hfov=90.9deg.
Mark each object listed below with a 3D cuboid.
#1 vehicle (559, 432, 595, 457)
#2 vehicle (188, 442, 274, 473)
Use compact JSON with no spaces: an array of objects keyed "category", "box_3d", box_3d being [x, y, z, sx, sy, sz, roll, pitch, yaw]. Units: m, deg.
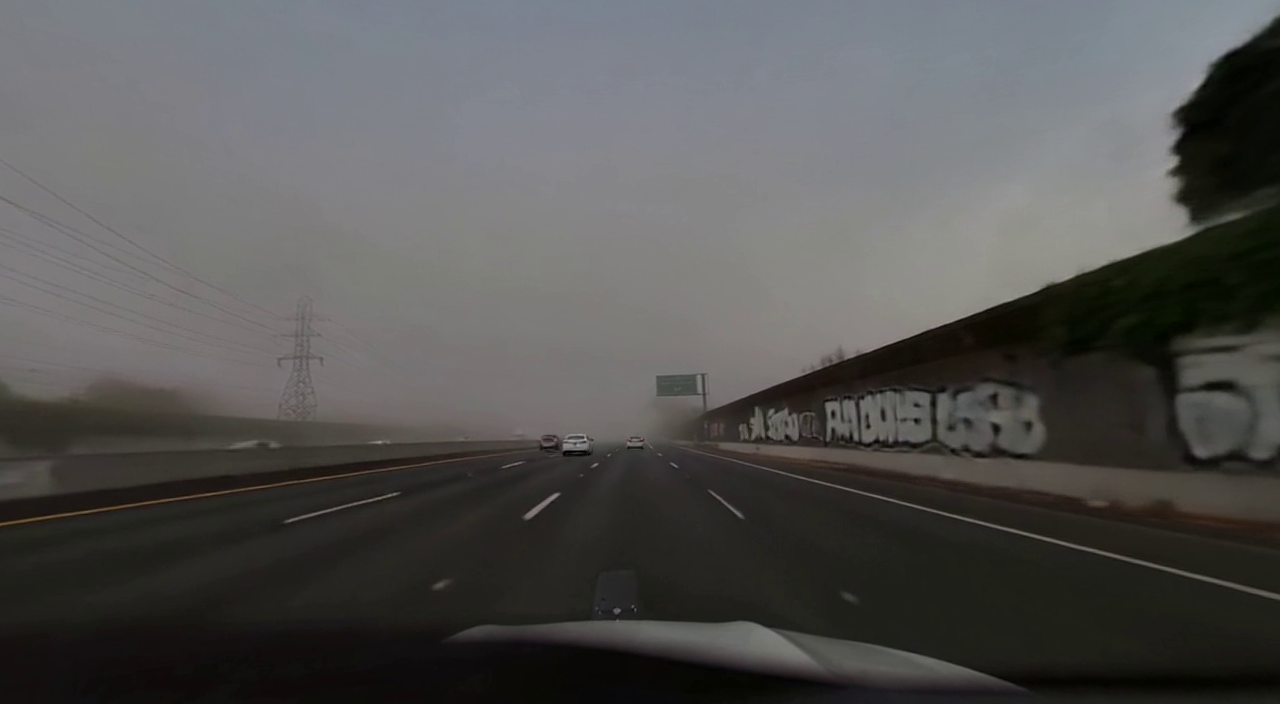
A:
[{"category":"vehicle","box_3d":[-4.332,6.470,44.187,2.118,1.640,4.031,0,-8,0]},{"category":"vehicle","box_3d":[-20.576,5.289,31.895,1.810,1.412,3.988,1,-8,-2]}]
